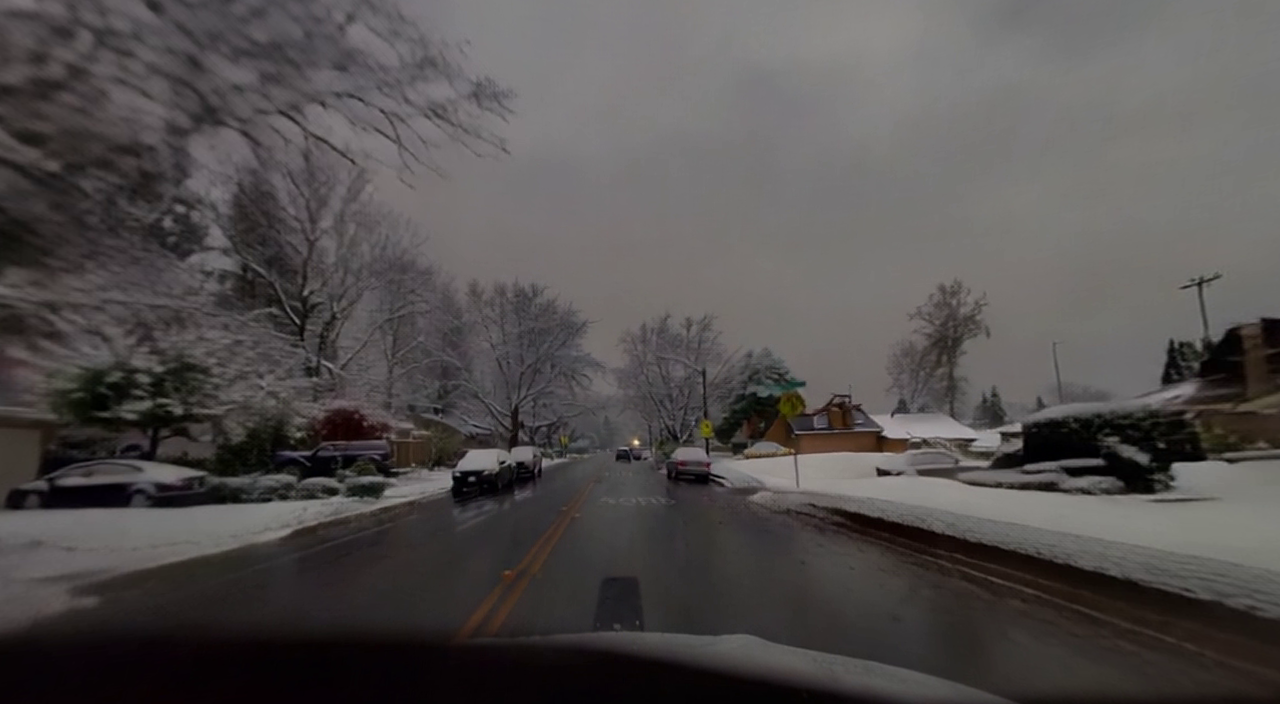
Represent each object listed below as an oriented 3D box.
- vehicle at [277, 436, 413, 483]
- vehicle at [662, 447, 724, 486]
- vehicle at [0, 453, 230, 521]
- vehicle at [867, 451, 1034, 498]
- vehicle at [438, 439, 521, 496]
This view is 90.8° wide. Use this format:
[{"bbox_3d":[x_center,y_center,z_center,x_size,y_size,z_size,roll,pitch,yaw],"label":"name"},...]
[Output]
[{"bbox_3d":[-13.672,5.006,29.544,5.234,2.076,2.197,0,-9,0],"label":"vehicle"},{"bbox_3d":[2.162,4.832,27.031,2.047,1.532,4.350,0,-9,-4],"label":"vehicle"},{"bbox_3d":[-12.613,3.228,15.336,3.989,1.485,1.814,0,-9,-3],"label":"vehicle"},{"bbox_3d":[10.361,4.105,21.341,4.628,1.403,1.926,0,-9,-4],"label":"vehicle"},{"bbox_3d":[-6.319,4.561,25.515,2.155,1.907,5.100,-2,-7,-1],"label":"vehicle"}]
